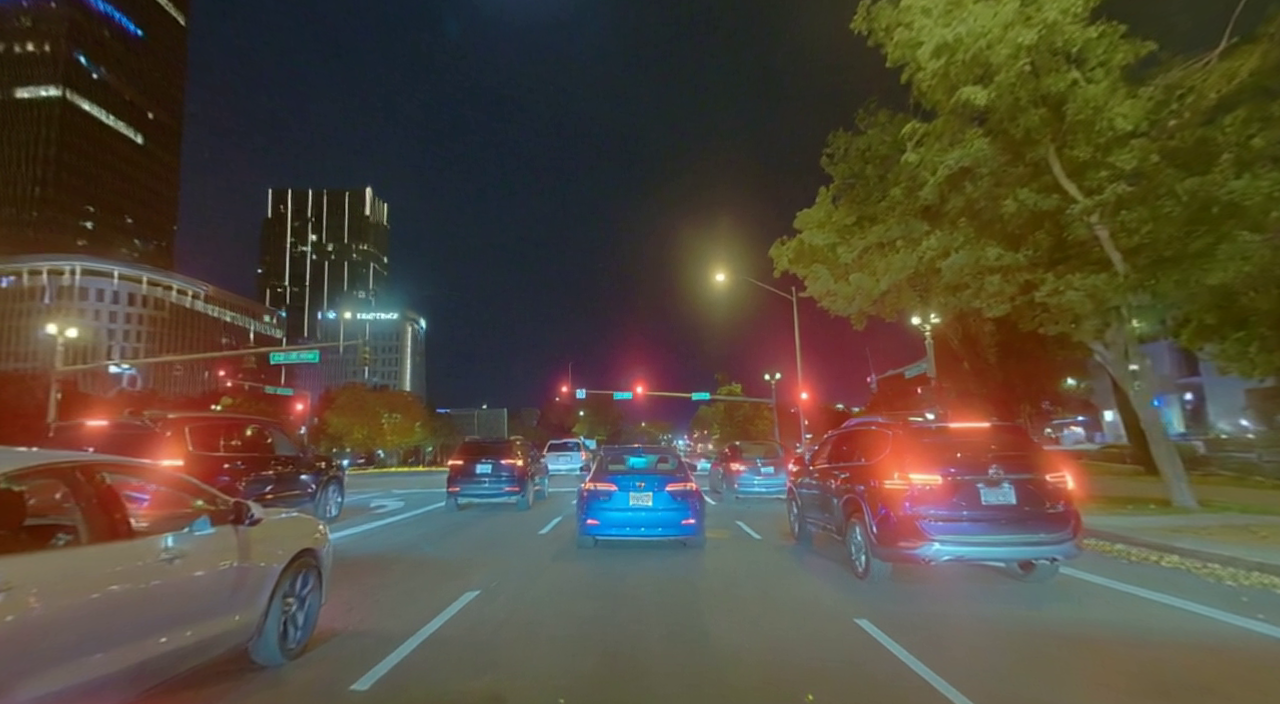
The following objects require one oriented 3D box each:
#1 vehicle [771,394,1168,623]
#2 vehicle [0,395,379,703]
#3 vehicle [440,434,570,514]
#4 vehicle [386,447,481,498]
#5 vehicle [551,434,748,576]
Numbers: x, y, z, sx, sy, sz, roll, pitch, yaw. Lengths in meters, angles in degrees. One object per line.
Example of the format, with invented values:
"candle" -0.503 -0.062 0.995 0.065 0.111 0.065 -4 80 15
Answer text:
"vehicle" 3.062 1.551 7.212 2.108 1.785 4.334 0 -8 -1
"vehicle" -3.308 1.018 2.878 2.144 1.505 4.635 -1 -9 2
"vehicle" -3.194 3.002 16.062 2.168 1.719 4.561 -1 -8 2
"vehicle" -6.569 3.854 20.510 1.778 1.475 3.769 0 -9 0
"vehicle" 0.076 1.965 8.906 2.147 1.507 3.953 0 -8 -1
